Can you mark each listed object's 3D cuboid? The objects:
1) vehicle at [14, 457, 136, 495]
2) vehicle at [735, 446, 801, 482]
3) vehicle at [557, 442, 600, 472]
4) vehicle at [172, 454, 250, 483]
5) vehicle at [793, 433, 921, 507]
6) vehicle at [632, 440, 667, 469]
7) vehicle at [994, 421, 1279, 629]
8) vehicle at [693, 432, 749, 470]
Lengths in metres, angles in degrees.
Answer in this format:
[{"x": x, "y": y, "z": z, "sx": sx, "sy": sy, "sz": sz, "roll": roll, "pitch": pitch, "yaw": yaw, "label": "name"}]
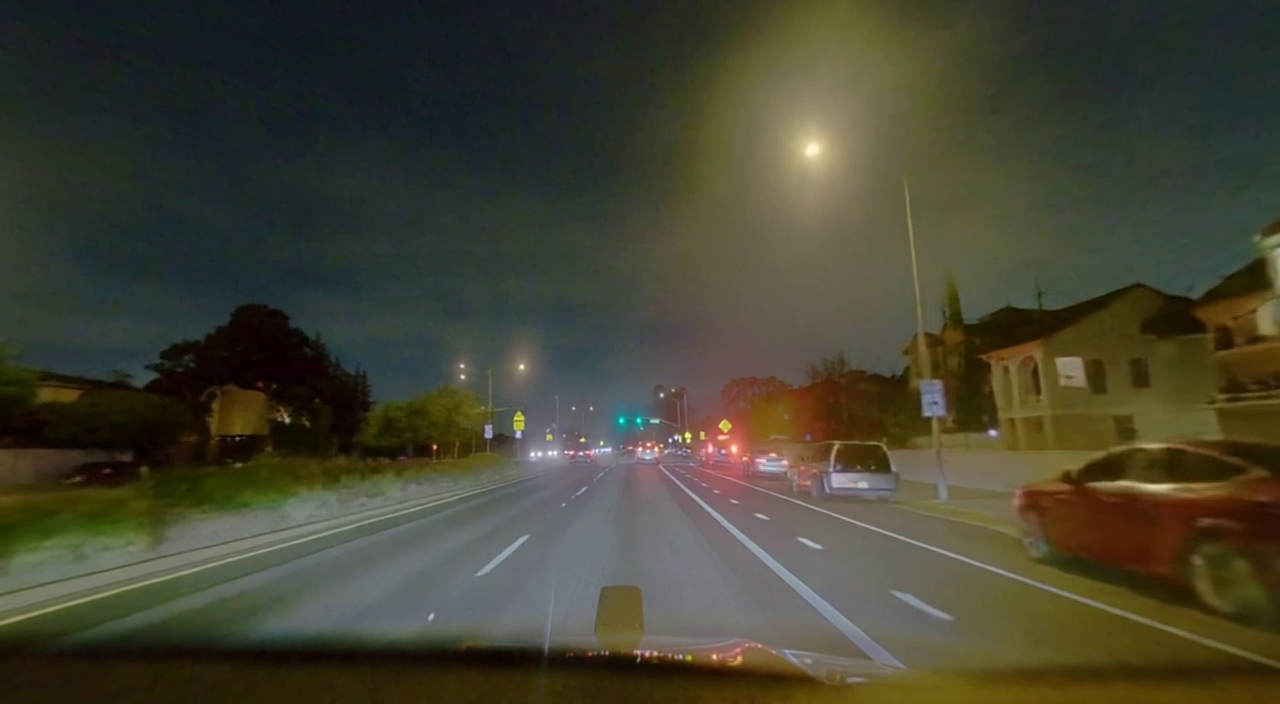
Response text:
[{"x": -25.899, "y": 5.660, "z": 29.162, "sx": 1.855, "sy": 1.552, "sz": 4.092, "roll": 0, "pitch": -9, "yaw": -1, "label": "vehicle"}, {"x": 5.719, "y": 5.056, "z": 28.868, "sx": 1.910, "sy": 1.520, "sz": 4.375, "roll": 0, "pitch": -9, "yaw": -3, "label": "vehicle"}, {"x": -3.814, "y": 6.658, "z": 40.201, "sx": 2.233, "sy": 1.775, "sz": 4.491, "roll": 0, "pitch": -9, "yaw": 1, "label": "vehicle"}, {"x": -25.678, "y": 6.969, "z": 37.994, "sx": 1.794, "sy": 1.595, "sz": 4.123, "roll": 0, "pitch": -9, "yaw": 0, "label": "vehicle"}, {"x": 5.764, "y": 3.191, "z": 17.504, "sx": 2.020, "sy": 1.762, "sz": 4.559, "roll": 0, "pitch": -9, "yaw": 2, "label": "vehicle"}, {"x": 0.590, "y": 7.106, "z": 43.812, "sx": 2.273, "sy": 1.851, "sz": 5.075, "roll": 0, "pitch": -9, "yaw": -1, "label": "vehicle"}, {"x": 5.868, "y": 1.568, "z": 6.362, "sx": 1.900, "sy": 1.611, "sz": 4.320, "roll": 0, "pitch": -9, "yaw": -3, "label": "vehicle"}, {"x": 5.369, "y": 6.761, "z": 43.410, "sx": 2.763, "sy": 2.329, "sz": 7.864, "roll": 0, "pitch": -9, "yaw": 0, "label": "vehicle"}]
